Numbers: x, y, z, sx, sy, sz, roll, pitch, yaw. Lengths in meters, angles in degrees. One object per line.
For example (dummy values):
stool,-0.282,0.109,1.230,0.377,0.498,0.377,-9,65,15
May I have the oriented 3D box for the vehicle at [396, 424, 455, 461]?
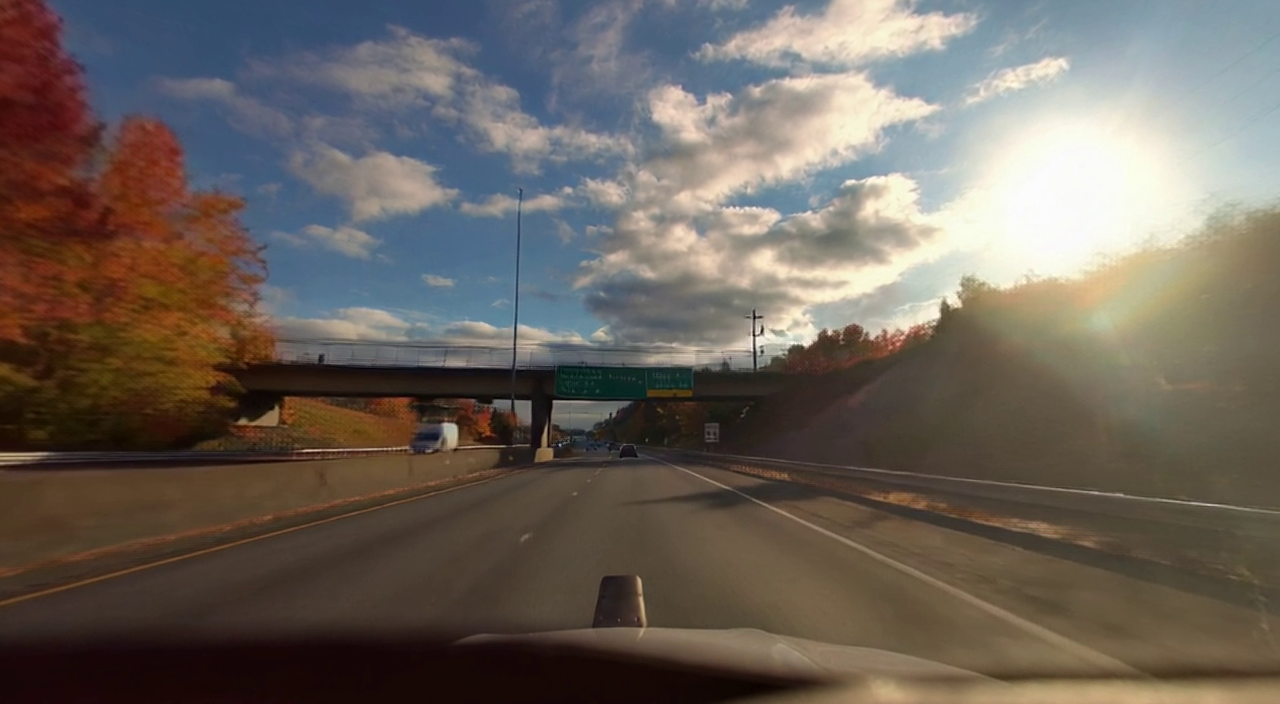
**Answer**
vehicle,-15.714,6.712,46.275,2.424,2.516,5.610,0,-9,-1
